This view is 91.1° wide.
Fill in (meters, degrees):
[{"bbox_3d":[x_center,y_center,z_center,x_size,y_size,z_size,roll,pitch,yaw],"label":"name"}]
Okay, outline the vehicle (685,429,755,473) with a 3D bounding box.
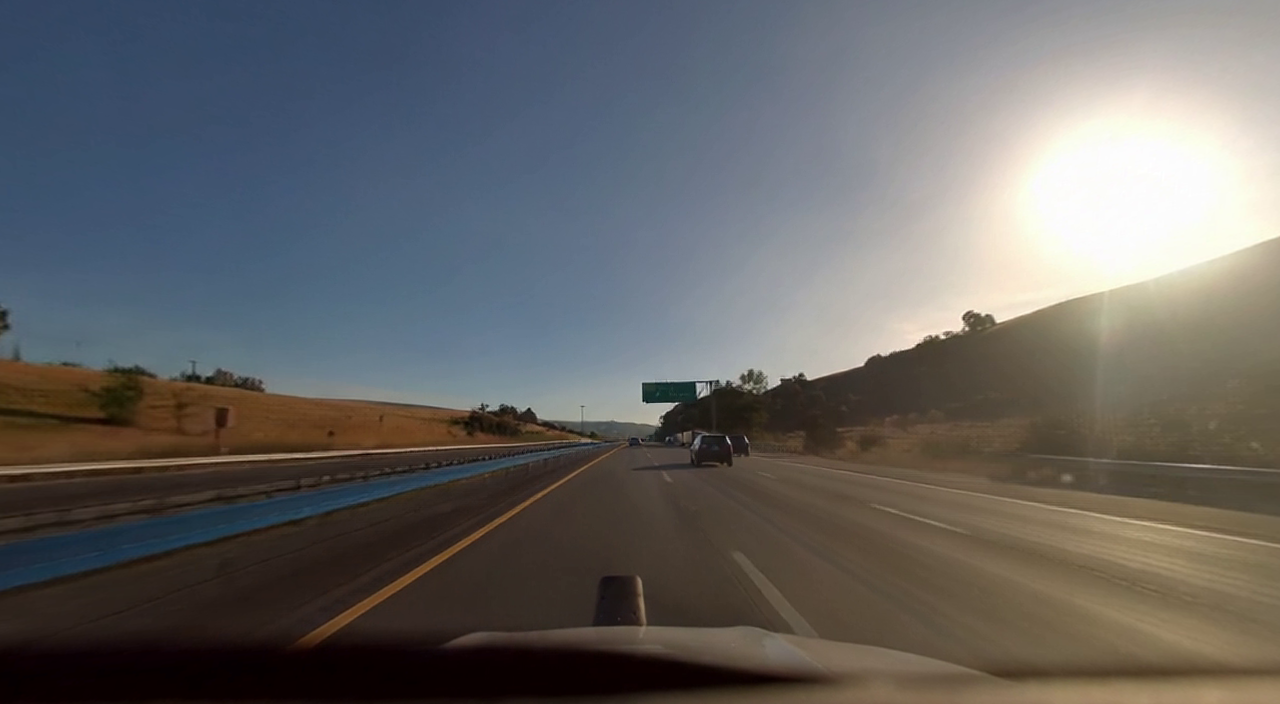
[{"bbox_3d":[3.048,3.883,24.939,2.084,1.583,4.420,0,-8,-1],"label":"vehicle"}]
